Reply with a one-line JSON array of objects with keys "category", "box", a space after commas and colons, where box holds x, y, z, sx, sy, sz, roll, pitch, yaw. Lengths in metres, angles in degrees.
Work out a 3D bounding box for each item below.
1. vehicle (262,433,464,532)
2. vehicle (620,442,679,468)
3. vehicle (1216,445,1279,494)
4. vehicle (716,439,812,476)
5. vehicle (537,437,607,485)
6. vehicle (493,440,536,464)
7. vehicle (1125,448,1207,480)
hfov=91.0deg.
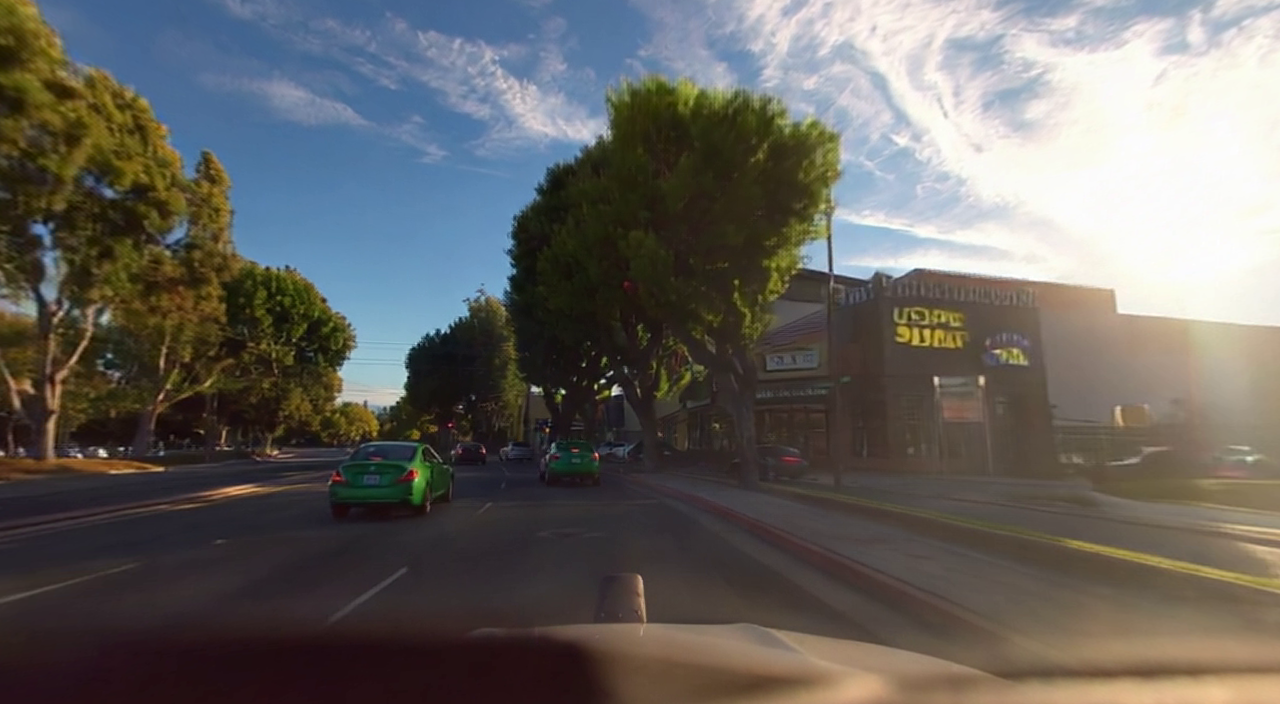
[{"category": "vehicle", "box": [-4.933, 2.344, 12.148, 2.105, 1.477, 4.857, 1, -8, -6]}, {"category": "vehicle", "box": [0.545, 6.597, 40.423, 1.952, 1.547, 4.091, 5, -9, -31]}, {"category": "vehicle", "box": [23.604, 4.293, 23.339, 4.486, 1.658, 2.031, 5, -10, -32]}, {"category": "vehicle", "box": [6.147, 5.277, 31.811, 2.095, 1.697, 4.801, 4, -9, -30]}, {"category": "vehicle", "box": [-2.459, 3.705, 21.879, 2.001, 1.483, 4.442, 1, -8, -11]}, {"category": "vehicle", "box": [-8.027, 6.316, 40.008, 1.920, 1.416, 4.310, 3, -9, -22]}, {"category": "vehicle", "box": [27.246, 5.750, 32.580, 4.378, 1.445, 2.084, 5, -10, -35]}]
